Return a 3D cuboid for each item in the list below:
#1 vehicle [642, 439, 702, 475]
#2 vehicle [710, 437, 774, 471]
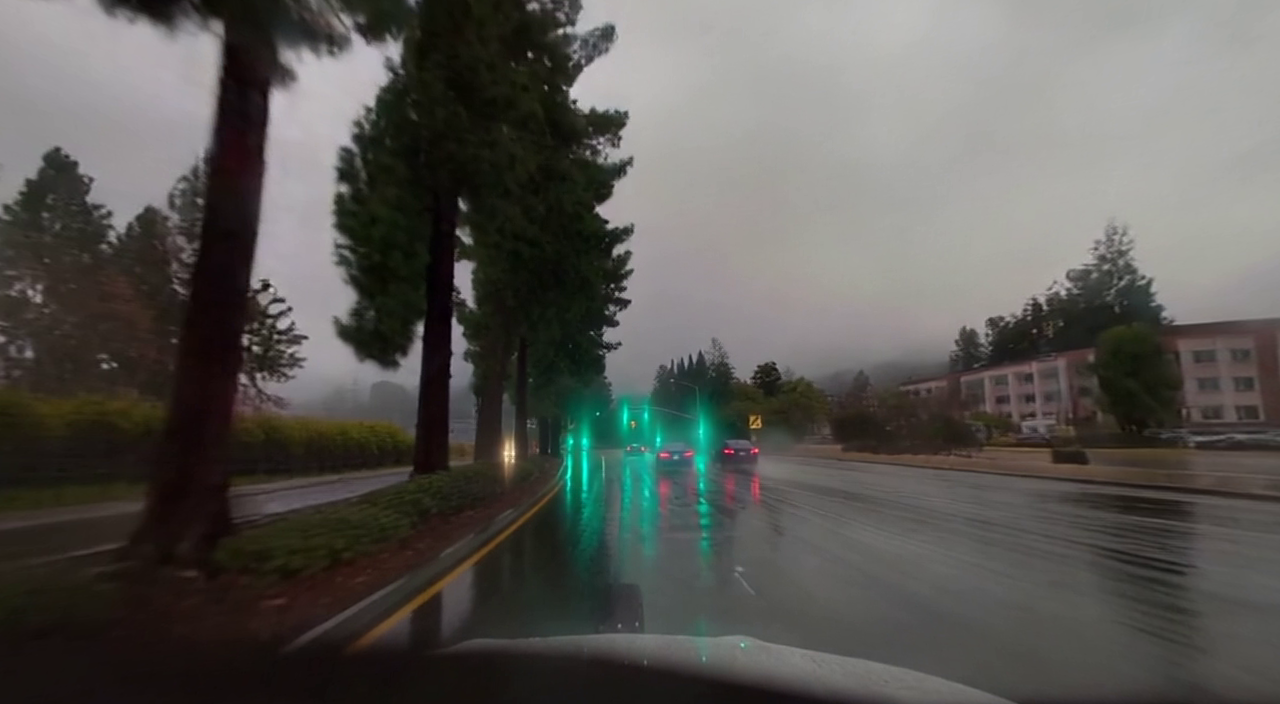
[{"bbox_3d":[1.339,4.661,28.259,2.077,1.464,4.134,1,-8,-6],"label":"vehicle"},{"bbox_3d":[4.729,4.806,29.954,1.901,1.474,4.363,1,-8,-6],"label":"vehicle"}]
